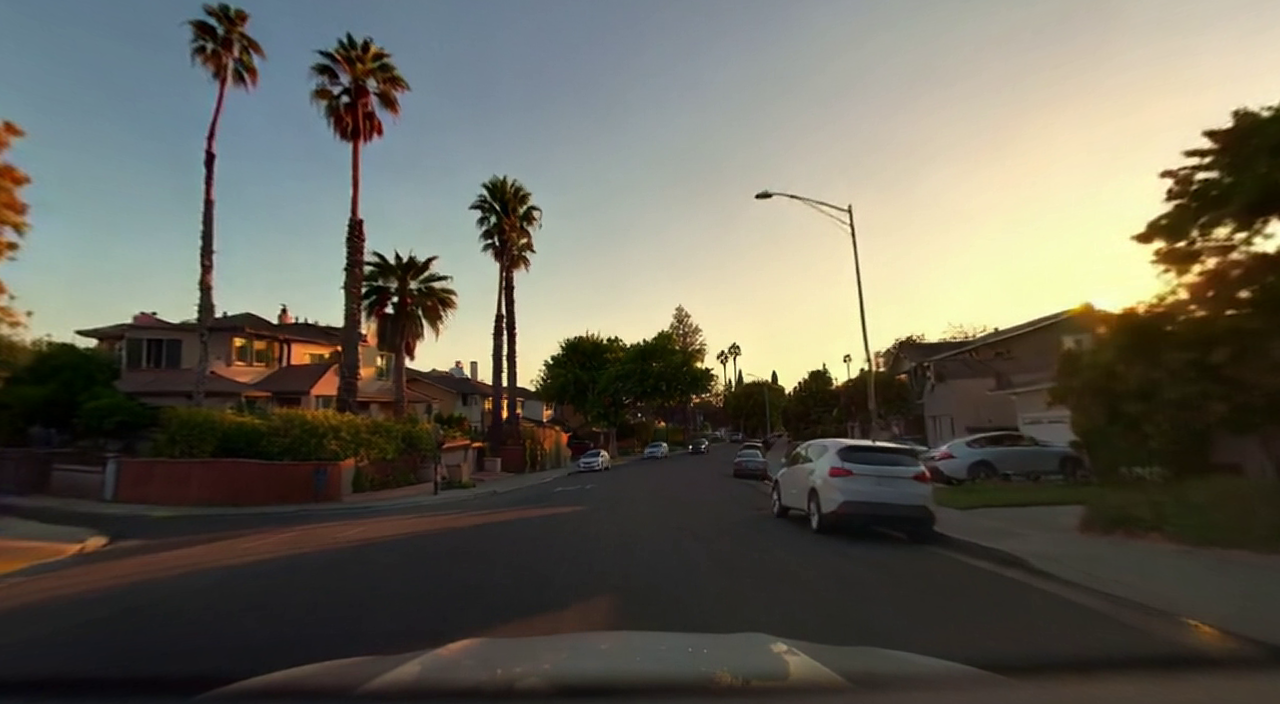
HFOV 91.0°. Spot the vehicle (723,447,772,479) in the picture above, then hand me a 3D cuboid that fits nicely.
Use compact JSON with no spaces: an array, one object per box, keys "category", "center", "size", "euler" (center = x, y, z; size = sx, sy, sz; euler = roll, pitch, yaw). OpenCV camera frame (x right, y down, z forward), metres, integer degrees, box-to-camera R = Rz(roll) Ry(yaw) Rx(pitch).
[{"category":"vehicle","center":[5.193,5.393,30.880],"size":[1.942,1.465,4.123],"euler":[-1,-8,4]}]

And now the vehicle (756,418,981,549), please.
[{"category":"vehicle","center":[3.670,2.205,11.348],"size":[2.197,1.816,4.845],"euler":[0,-8,0]}]

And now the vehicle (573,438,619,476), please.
[{"category":"vehicle","center":[-3.084,7.574,44.994],"size":[2.053,1.713,4.850],"euler":[-4,-21,10]}]
